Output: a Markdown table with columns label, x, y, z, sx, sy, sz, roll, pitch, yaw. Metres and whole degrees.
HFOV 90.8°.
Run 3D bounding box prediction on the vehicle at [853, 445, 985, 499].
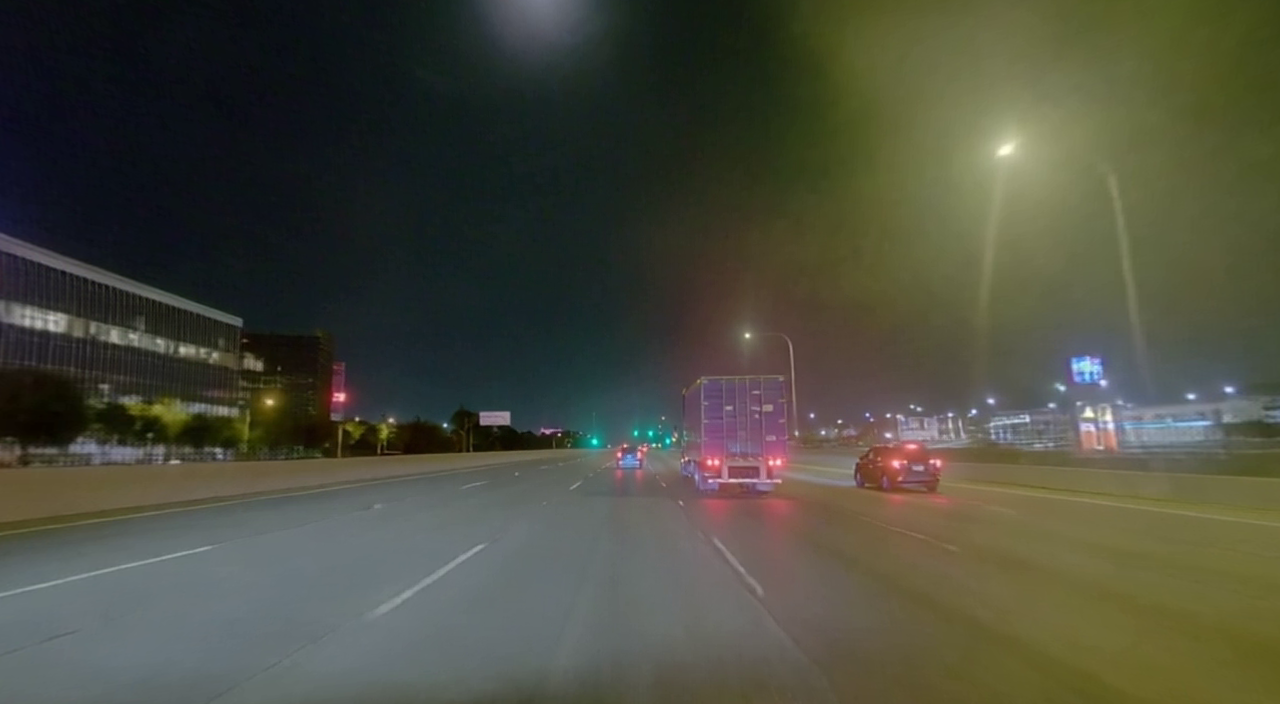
| label | x | y | z | sx | sy | sz | roll | pitch | yaw |
| --- | --- | --- | --- | --- | --- | --- | --- | --- | --- |
| vehicle | 8.607 | 3.700 | 20.025 | 2.105 | 1.494 | 4.537 | 0 | -9 | 0 |

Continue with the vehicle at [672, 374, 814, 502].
| label | x | y | z | sx | sy | sz | roll | pitch | yaw |
| --- | --- | --- | --- | --- | --- | --- | --- | --- | --- |
| vehicle | 2.959 | 3.058 | 22.106 | 2.934 | 3.325 | 10.986 | 0 | -9 | -1 |

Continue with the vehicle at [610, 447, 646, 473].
| label | x | y | z | sx | sy | sz | roll | pitch | yaw |
| --- | --- | --- | --- | --- | --- | --- | --- | --- | --- |
| vehicle | -0.647 | 6.085 | 35.876 | 1.929 | 1.395 | 3.999 | 0 | -9 | 0 |
